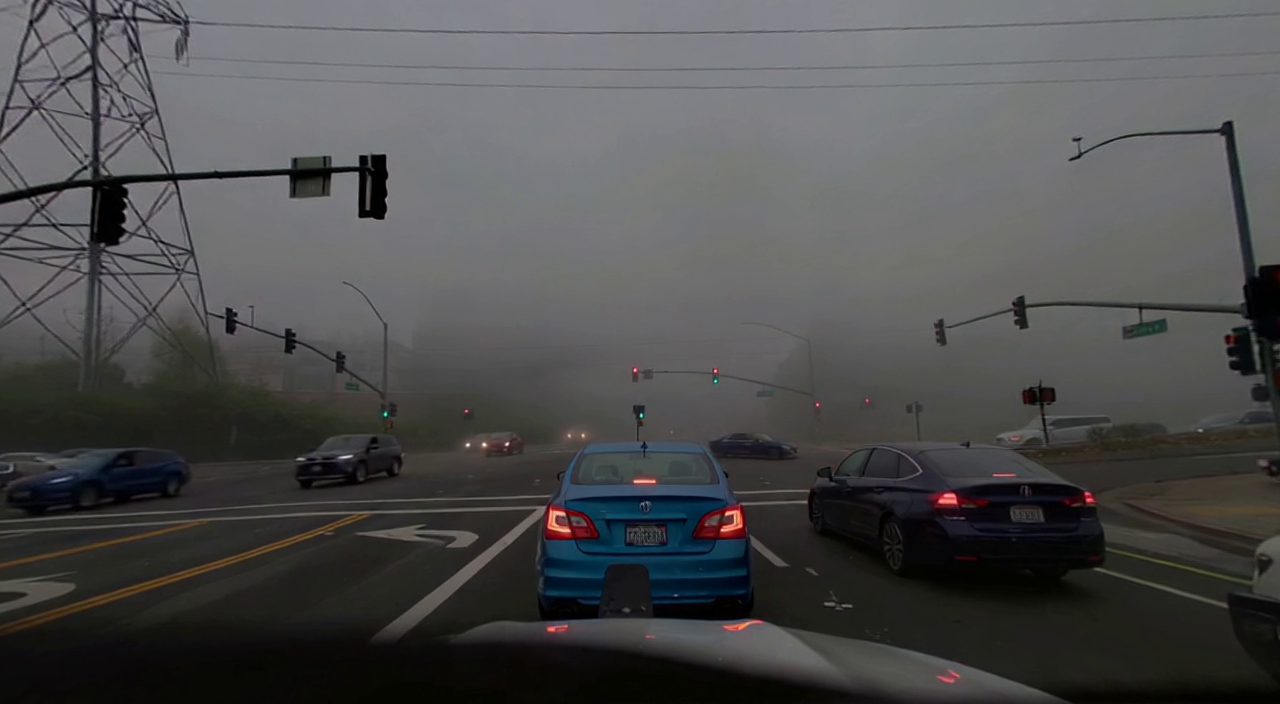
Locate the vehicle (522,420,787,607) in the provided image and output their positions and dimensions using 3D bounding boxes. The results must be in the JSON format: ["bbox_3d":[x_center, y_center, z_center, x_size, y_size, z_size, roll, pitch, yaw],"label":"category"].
[{"bbox_3d":[0.104,1.597,7.131,2.117,1.474,4.036,0,-8,0],"label":"vehicle"}]

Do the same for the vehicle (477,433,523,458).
[{"bbox_3d":[-9.065,6.096,41.170,1.910,1.537,4.123,-1,-8,3],"label":"vehicle"}]

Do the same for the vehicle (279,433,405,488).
[{"bbox_3d":[-9.621,3.514,20.796,1.910,1.597,4.334,-1,-8,2],"label":"vehicle"}]

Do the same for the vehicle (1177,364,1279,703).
[{"bbox_3d":[3.401,0.590,0.630,1.926,1.614,4.330,0,-8,1],"label":"vehicle"}]

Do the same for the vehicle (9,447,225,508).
[{"bbox_3d":[-14.275,3.410,17.665,2.089,1.464,4.520,-1,-8,1],"label":"vehicle"}]

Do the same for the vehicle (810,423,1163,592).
[{"bbox_3d":[3.645,1.684,7.724,1.835,1.473,4.190,0,-8,-2],"label":"vehicle"}]
